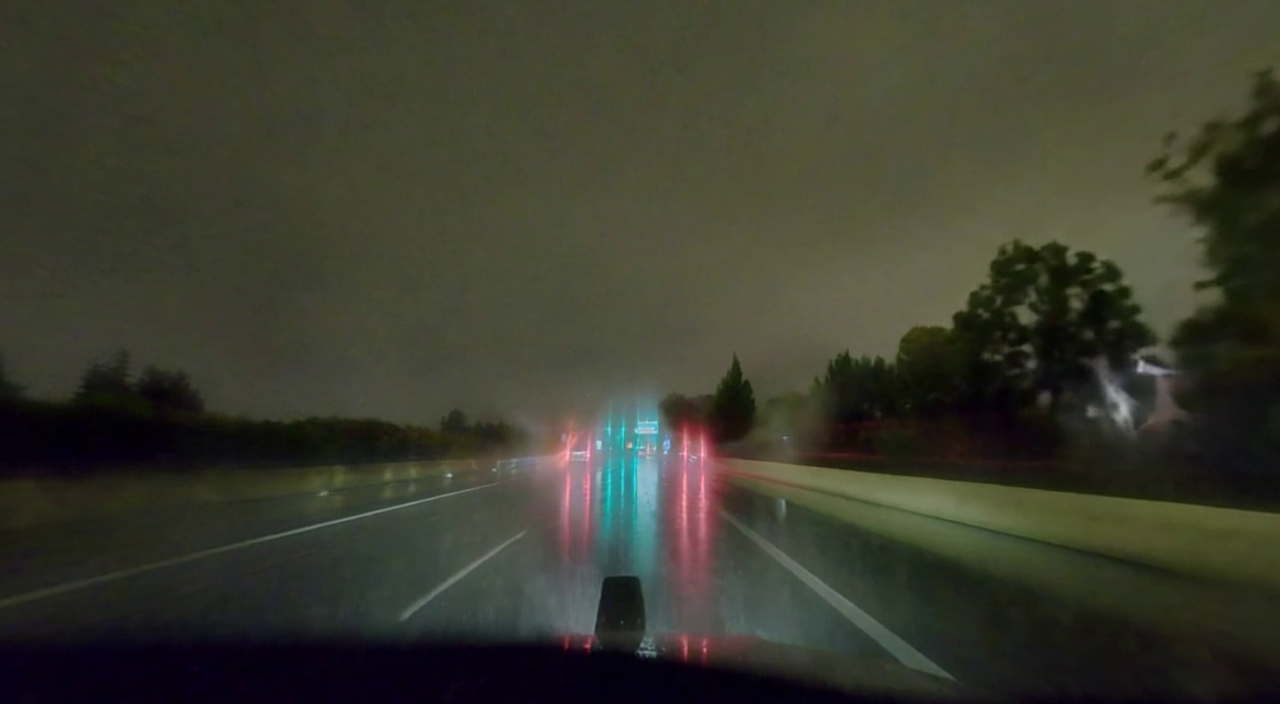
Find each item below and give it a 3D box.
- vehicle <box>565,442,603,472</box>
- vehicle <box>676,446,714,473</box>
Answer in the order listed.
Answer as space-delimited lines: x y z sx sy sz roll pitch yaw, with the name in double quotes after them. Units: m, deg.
-4.012 7.671 46.166 2.278 2.054 4.498 0 -9 1 "vehicle"
3.742 7.421 43.654 2.133 1.746 4.511 0 -9 -1 "vehicle"
